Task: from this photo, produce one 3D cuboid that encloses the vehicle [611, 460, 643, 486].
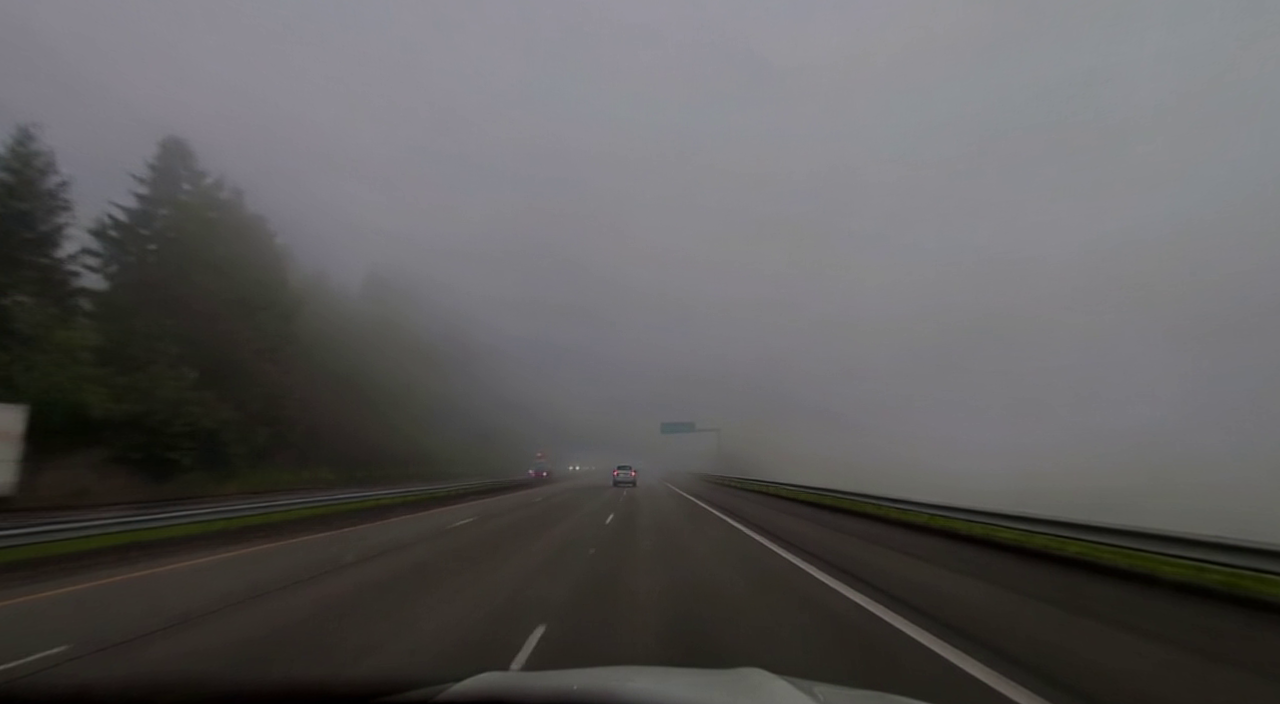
[{"bbox_3d":[-0.861,8.399,43.794,2.104,1.655,4.039,1,-10,0],"label":"vehicle"}]
